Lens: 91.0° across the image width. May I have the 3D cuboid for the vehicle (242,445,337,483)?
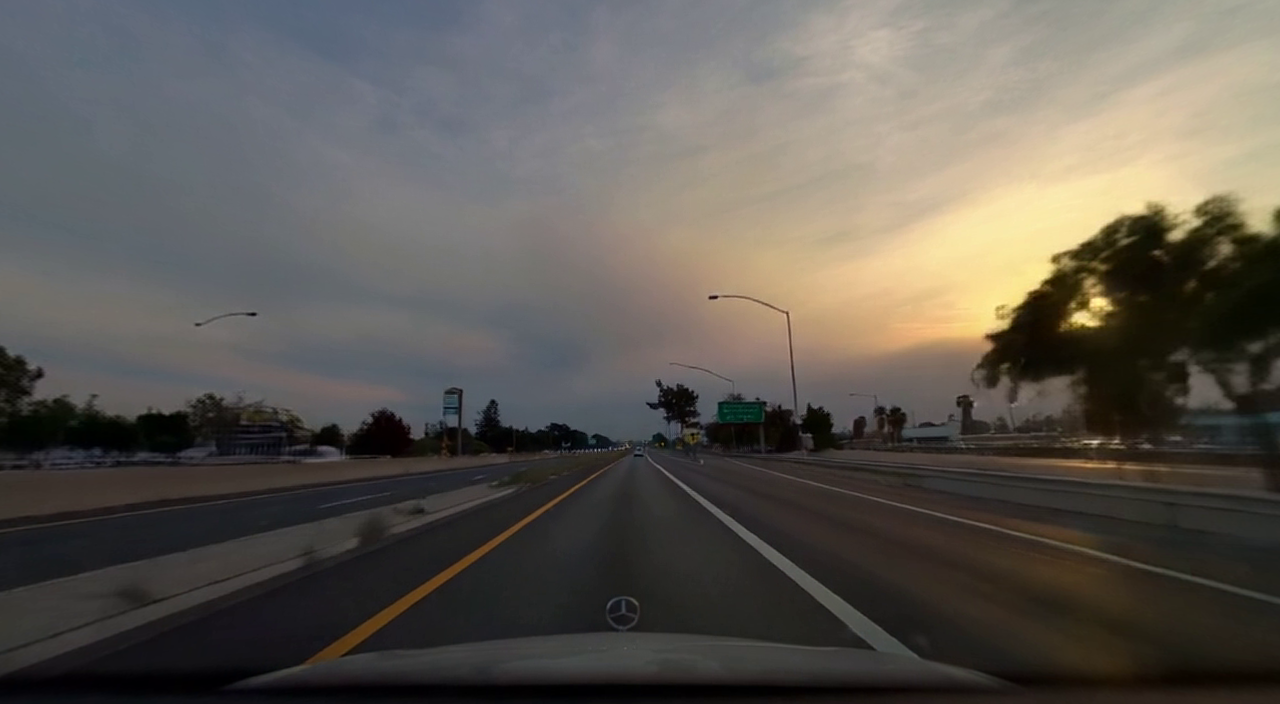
[{"bbox_3d":[-17.161,5.497,31.164,1.966,1.707,4.727,0,-9,0],"label":"vehicle"}]
